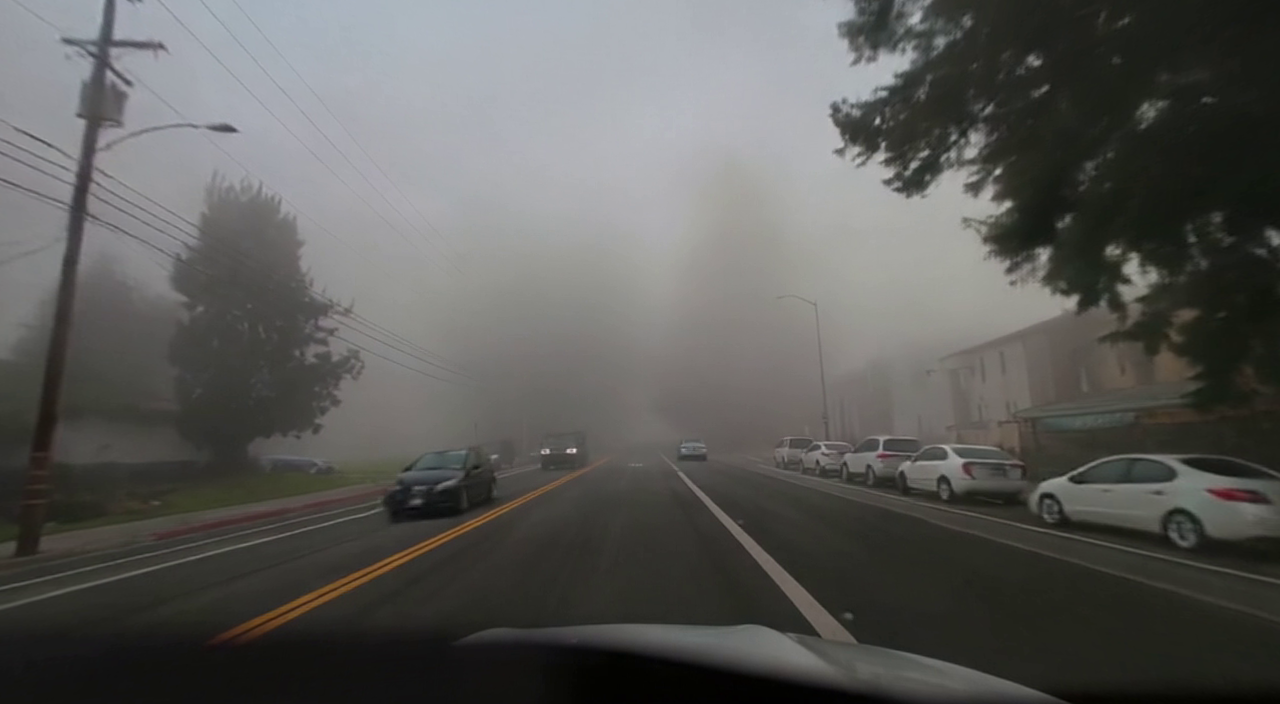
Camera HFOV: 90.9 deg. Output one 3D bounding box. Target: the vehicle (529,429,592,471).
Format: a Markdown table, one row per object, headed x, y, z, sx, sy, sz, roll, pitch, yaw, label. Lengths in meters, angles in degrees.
| x | y | z | sx | sy | sz | roll | pitch | yaw | label |
| --- | --- | --- | --- | --- | --- | --- | --- | --- | --- |
| -4.181 | 5.294 | 34.339 | 2.435 | 2.069 | 5.772 | -1 | -8 | 2 | vehicle |

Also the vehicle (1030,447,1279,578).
| x | y | z | sx | sy | sz | roll | pitch | yaw | label |
| --- | --- | --- | --- | --- | --- | --- | --- | --- | --- |
| 7.929 | 2.116 | 9.203 | 1.787 | 1.402 | 4.271 | -1 | -8 | 1 | vehicle |

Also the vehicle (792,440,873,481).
| x | y | z | sx | sy | sz | roll | pitch | yaw | label |
| --- | --- | --- | --- | --- | --- | --- | --- | --- | --- |
| 7.727 | 4.378 | 25.823 | 1.862 | 1.492 | 4.571 | 0 | -8 | 0 | vehicle |

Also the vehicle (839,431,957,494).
| x | y | z | sx | sy | sz | roll | pitch | yaw | label |
| --- | --- | --- | --- | --- | --- | --- | --- | --- | --- |
| 8.021 | 3.472 | 20.143 | 1.879 | 1.765 | 4.339 | 0 | -8 | 0 | vehicle |

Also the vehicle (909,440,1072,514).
| x | y | z | sx | sy | sz | roll | pitch | yaw | label |
| --- | --- | --- | --- | --- | --- | --- | --- | --- | --- |
| 8.037 | 2.863 | 14.916 | 1.836 | 1.500 | 3.630 | 0 | -8 | 2 | vehicle |

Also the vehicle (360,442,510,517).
| x | y | z | sx | sy | sz | roll | pitch | yaw | label |
| --- | --- | --- | --- | --- | --- | --- | --- | --- | --- |
| -4.521 | 2.845 | 14.670 | 1.989 | 1.474 | 4.112 | -1 | -8 | 2 | vehicle |

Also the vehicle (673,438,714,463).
| x | y | z | sx | sy | sz | roll | pitch | yaw | label |
| --- | --- | --- | --- | --- | --- | --- | --- | --- | --- |
| 3.411 | 6.352 | 40.762 | 2.059 | 1.489 | 4.629 | 0 | -8 | -2 | vehicle |
